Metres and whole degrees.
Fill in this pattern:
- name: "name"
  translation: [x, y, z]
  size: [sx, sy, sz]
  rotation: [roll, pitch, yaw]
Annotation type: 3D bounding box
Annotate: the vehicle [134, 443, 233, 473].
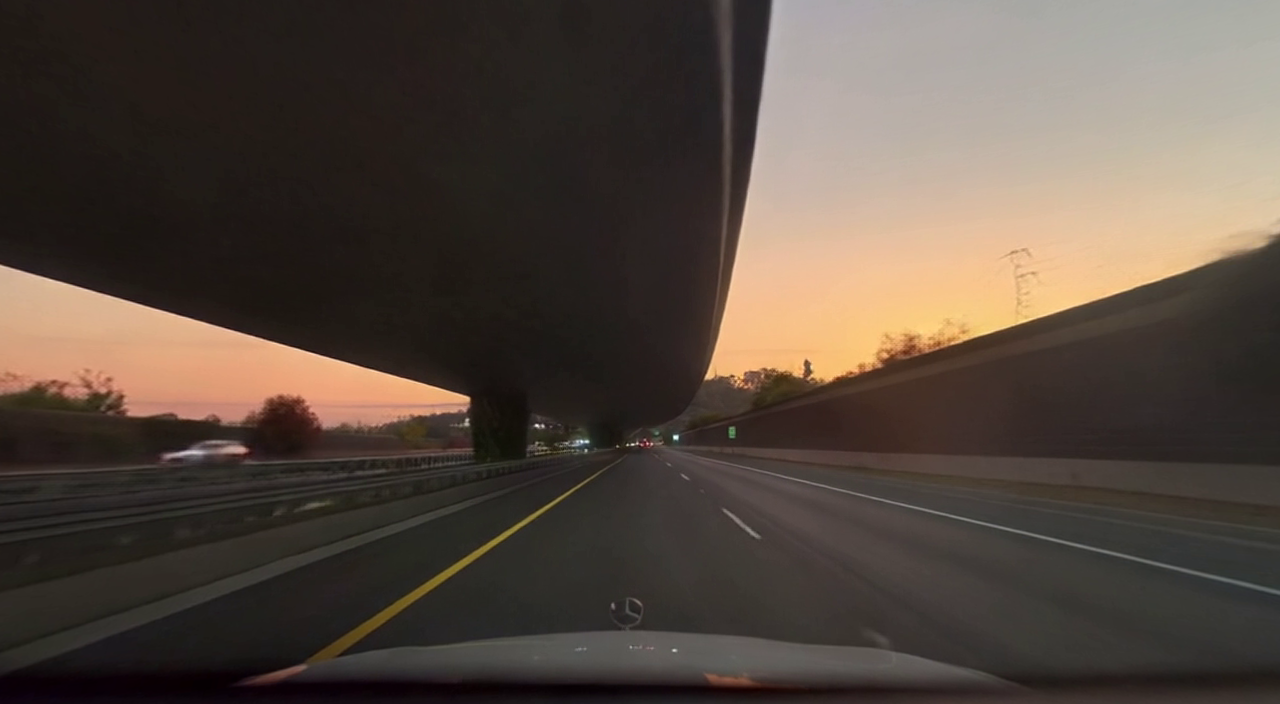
- name: "vehicle"
  translation: [-29.254, 6.791, 40.721]
  size: [2.159, 1.797, 5.610]
  rotation: [0, -8, 1]
